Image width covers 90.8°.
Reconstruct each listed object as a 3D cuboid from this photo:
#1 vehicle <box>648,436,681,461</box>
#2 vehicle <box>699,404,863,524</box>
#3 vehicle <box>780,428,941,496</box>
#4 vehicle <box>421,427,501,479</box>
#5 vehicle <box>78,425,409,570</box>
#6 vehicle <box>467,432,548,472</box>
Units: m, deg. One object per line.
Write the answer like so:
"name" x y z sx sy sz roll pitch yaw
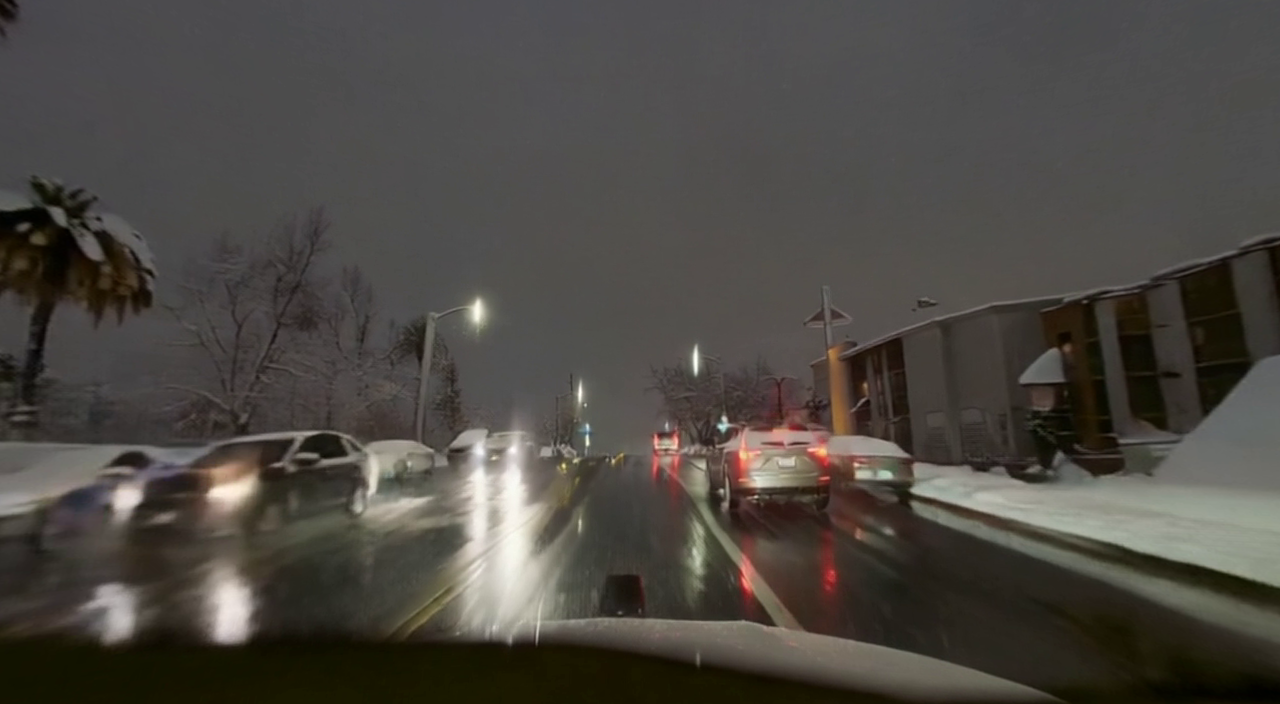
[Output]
"vehicle" 1.778 6.938 45.379 2.196 1.655 3.939 -1 -9 3
"vehicle" 2.414 2.108 12.130 1.995 1.858 4.333 0 -9 -2
"vehicle" 5.276 2.764 16.061 2.166 1.399 5.177 -1 -9 -1
"vehicle" -8.465 4.871 30.375 2.100 2.227 5.094 -1 -9 3
"vehicle" -5.568 2.106 9.851 2.171 1.676 4.523 -1 -9 1
"vehicle" -5.318 4.141 26.098 2.153 1.469 4.939 -1 -9 2
